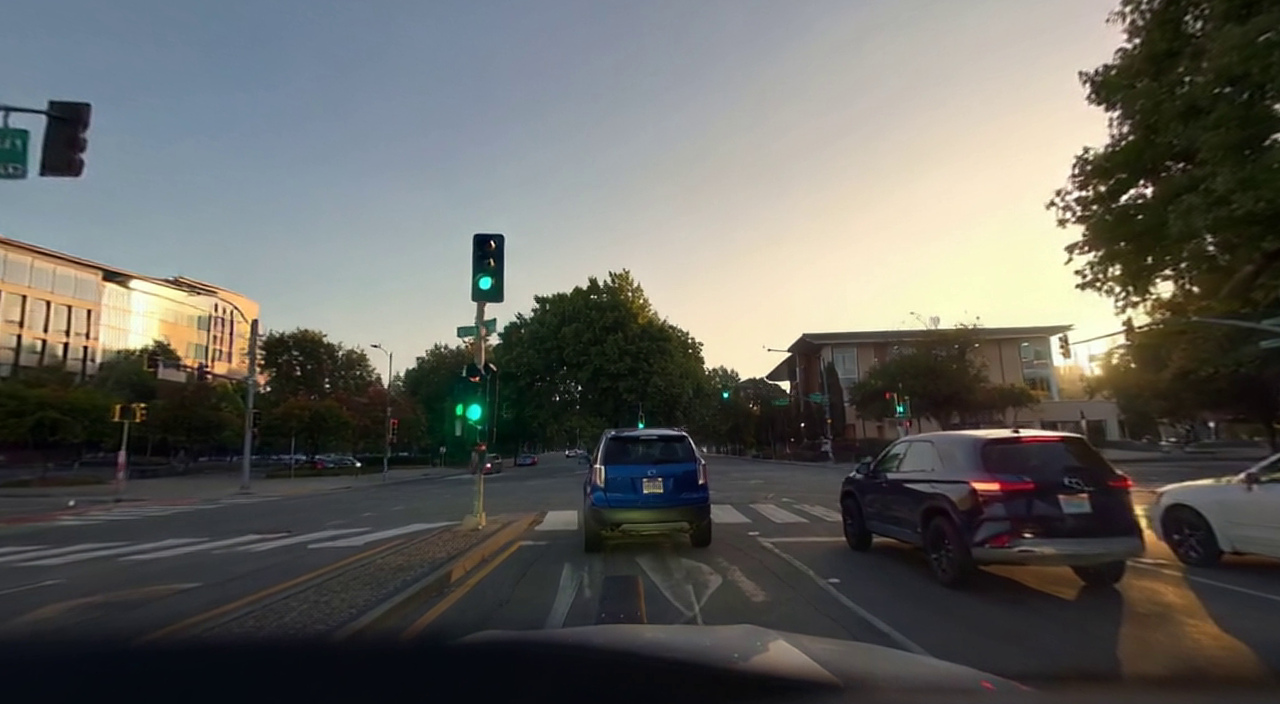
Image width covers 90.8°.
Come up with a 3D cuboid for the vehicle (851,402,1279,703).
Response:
[{"bbox_3d":[3.607,1.380,5.564,1.899,1.572,4.425,0,-8,-1],"label":"vehicle"}]

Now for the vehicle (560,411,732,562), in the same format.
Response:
[{"bbox_3d":[0.012,1.933,9.774,2.085,1.807,4.038,0,-8,-2],"label":"vehicle"}]
